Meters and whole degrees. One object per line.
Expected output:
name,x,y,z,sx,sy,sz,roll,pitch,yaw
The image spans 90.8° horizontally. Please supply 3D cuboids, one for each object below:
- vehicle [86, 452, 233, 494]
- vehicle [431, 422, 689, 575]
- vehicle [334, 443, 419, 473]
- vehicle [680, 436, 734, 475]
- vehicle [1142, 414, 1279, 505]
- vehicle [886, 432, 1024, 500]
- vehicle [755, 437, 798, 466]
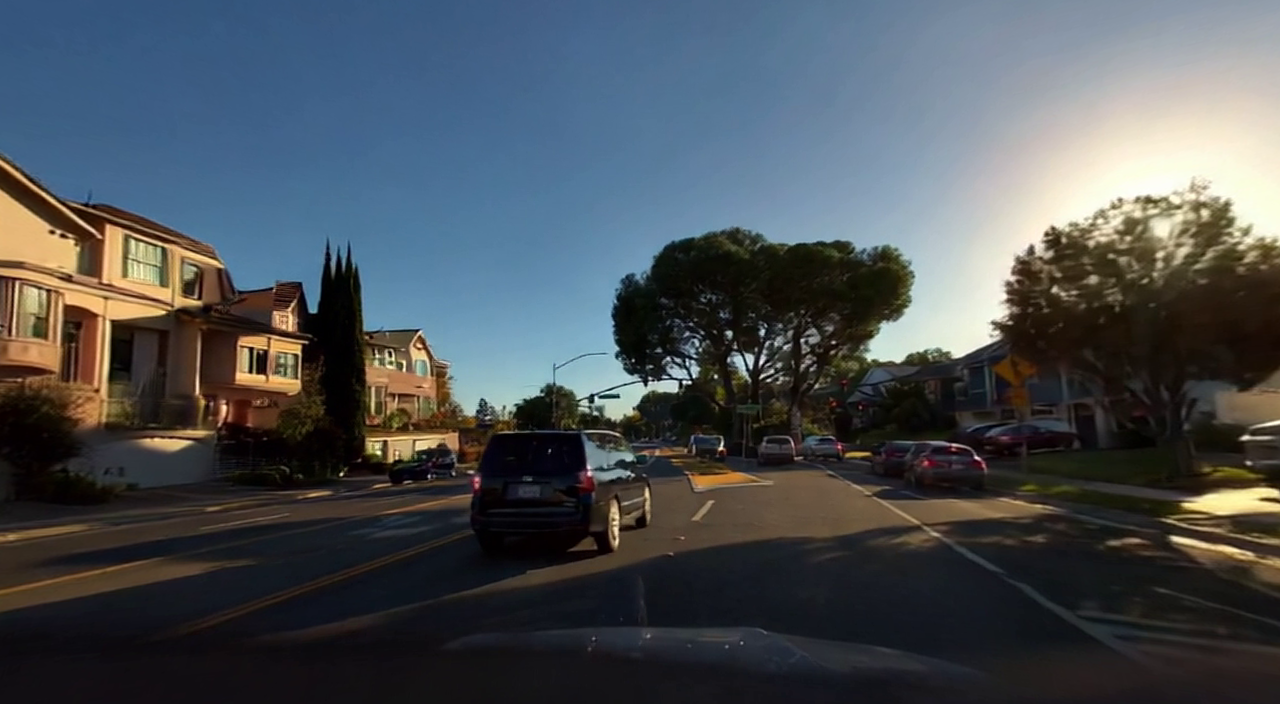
vehicle,-17.806,4.453,23.498,4.397,1.423,1.789,-2,-9,12
vehicle,-0.719,1.812,8.707,2.069,1.510,4.325,-2,-9,14
vehicle,-15.284,6.144,36.721,4.091,1.614,1.910,-2,-9,9
vehicle,2.955,4.401,27.148,1.986,1.508,4.261,-2,-9,10
vehicle,12.245,1.914,11.926,4.077,1.473,1.887,-2,-8,-9
vehicle,7.914,2.886,16.409,1.964,1.485,4.454,-2,-9,10
vehicle,7.420,5.461,34.682,2.081,1.475,4.361,-2,-9,10
